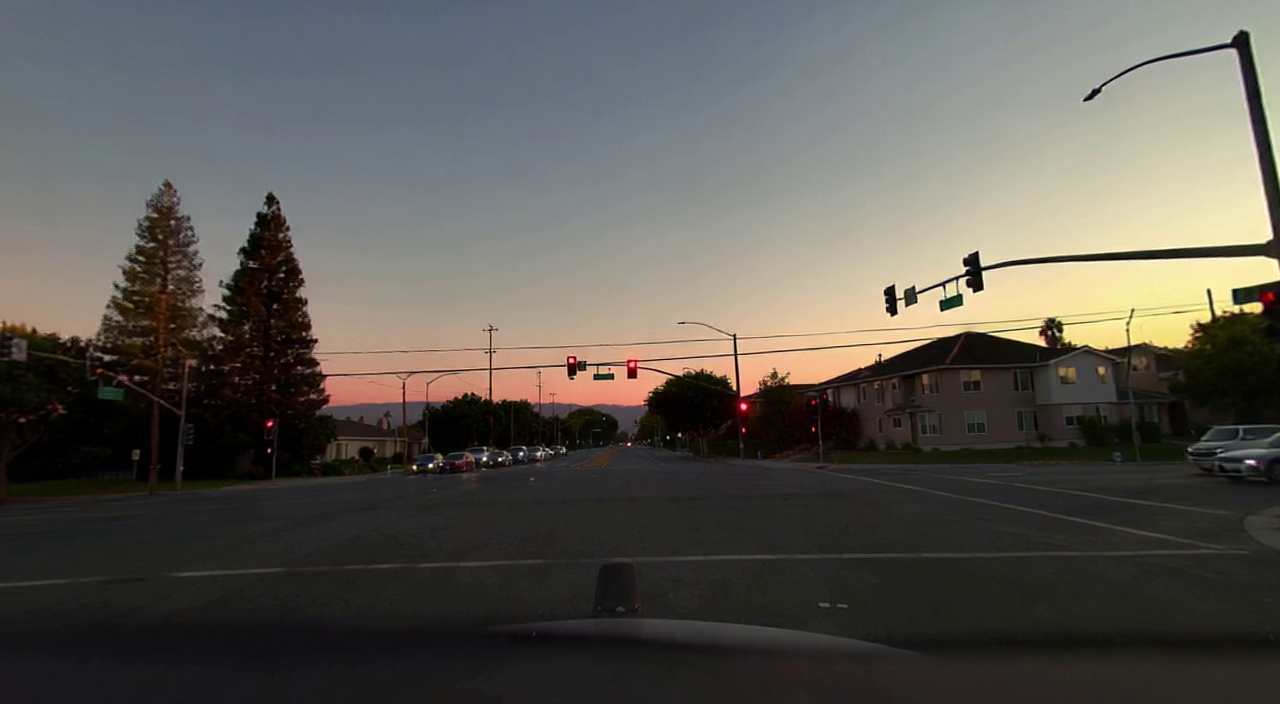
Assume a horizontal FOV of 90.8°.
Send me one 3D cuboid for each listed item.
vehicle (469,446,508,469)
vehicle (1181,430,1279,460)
[{"bbox_3d":[-10.696,7.459,44.751,1.881,1.509,3.377,0,-9,1],"label":"vehicle"},{"bbox_3d":[31.335,4.883,33.016,4.318,1.488,1.870,0,-9,-1],"label":"vehicle"}]
